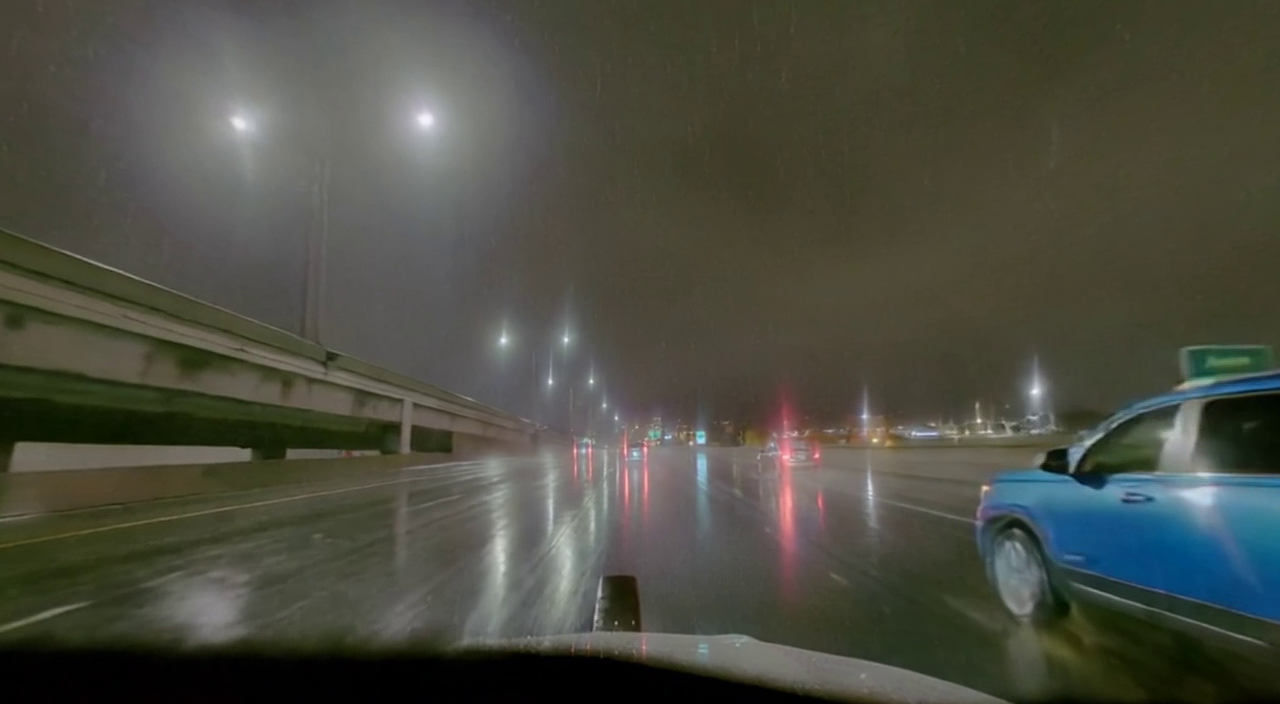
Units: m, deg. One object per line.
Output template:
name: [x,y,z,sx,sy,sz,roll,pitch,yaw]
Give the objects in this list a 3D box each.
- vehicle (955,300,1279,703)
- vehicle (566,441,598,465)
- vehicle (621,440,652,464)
vehicle: [3.706,0.730,2.596,2.288,1.841,4.779,0,-8,-1]
vehicle: [-4.156,7.305,45.939,2.000,1.646,4.201,0,-8,-1]
vehicle: [-0.277,7.313,46.325,2.132,1.657,3.967,0,-8,-1]
